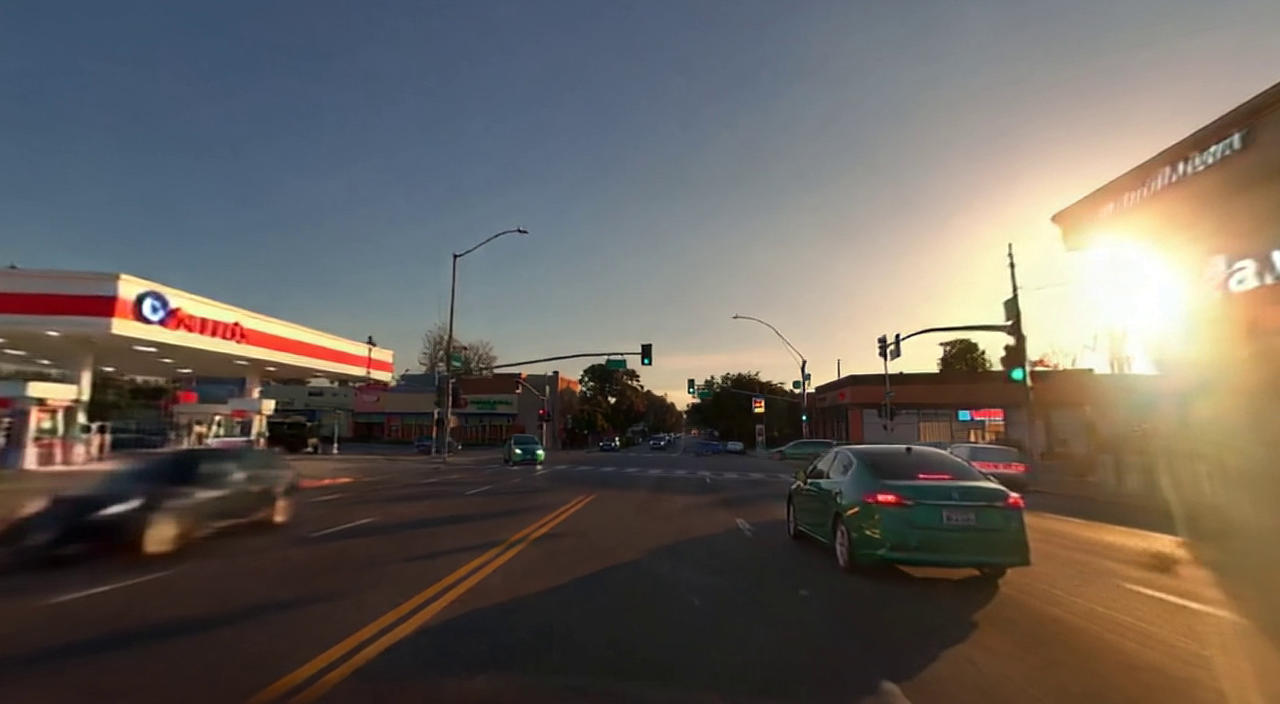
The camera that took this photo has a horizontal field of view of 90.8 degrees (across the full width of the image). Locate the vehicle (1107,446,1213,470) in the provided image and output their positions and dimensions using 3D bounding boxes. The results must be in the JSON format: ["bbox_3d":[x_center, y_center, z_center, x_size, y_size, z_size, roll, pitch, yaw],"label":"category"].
[{"bbox_3d":[33.214,6.785,40.505,4.792,1.467,1.831,-3,-9,18],"label":"vehicle"}]

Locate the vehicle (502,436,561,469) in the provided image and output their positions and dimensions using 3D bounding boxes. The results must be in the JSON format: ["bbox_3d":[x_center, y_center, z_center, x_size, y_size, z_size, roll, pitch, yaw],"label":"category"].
[{"bbox_3d":[-6.008,5.504,34.669,2.196,1.696,4.484,3,-9,-22],"label":"vehicle"}]

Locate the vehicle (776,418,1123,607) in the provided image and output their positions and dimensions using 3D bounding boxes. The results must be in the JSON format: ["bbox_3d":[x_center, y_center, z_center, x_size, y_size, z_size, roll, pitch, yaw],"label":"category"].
[{"bbox_3d":[3.004,1.650,7.441,1.995,1.525,4.392,0,-9,2],"label":"vehicle"}]

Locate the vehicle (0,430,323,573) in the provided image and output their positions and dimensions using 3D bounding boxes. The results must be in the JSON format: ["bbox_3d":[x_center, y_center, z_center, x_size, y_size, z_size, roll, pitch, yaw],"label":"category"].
[{"bbox_3d":[-6.634,1.914,8.922,1.917,1.487,4.411,-1,-8,1],"label":"vehicle"}]

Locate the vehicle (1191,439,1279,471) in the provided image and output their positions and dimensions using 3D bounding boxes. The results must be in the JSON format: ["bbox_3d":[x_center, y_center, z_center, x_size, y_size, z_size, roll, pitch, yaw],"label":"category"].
[{"bbox_3d":[33.238,5.555,34.202,4.568,1.643,1.911,-3,-9,19],"label":"vehicle"}]

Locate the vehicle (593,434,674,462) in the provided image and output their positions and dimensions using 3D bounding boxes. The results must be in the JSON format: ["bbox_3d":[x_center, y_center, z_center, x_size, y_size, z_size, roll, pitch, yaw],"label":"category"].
[{"bbox_3d":[-0.452,6.372,41.906,5.107,1.775,1.992,-6,-10,32],"label":"vehicle"}]
